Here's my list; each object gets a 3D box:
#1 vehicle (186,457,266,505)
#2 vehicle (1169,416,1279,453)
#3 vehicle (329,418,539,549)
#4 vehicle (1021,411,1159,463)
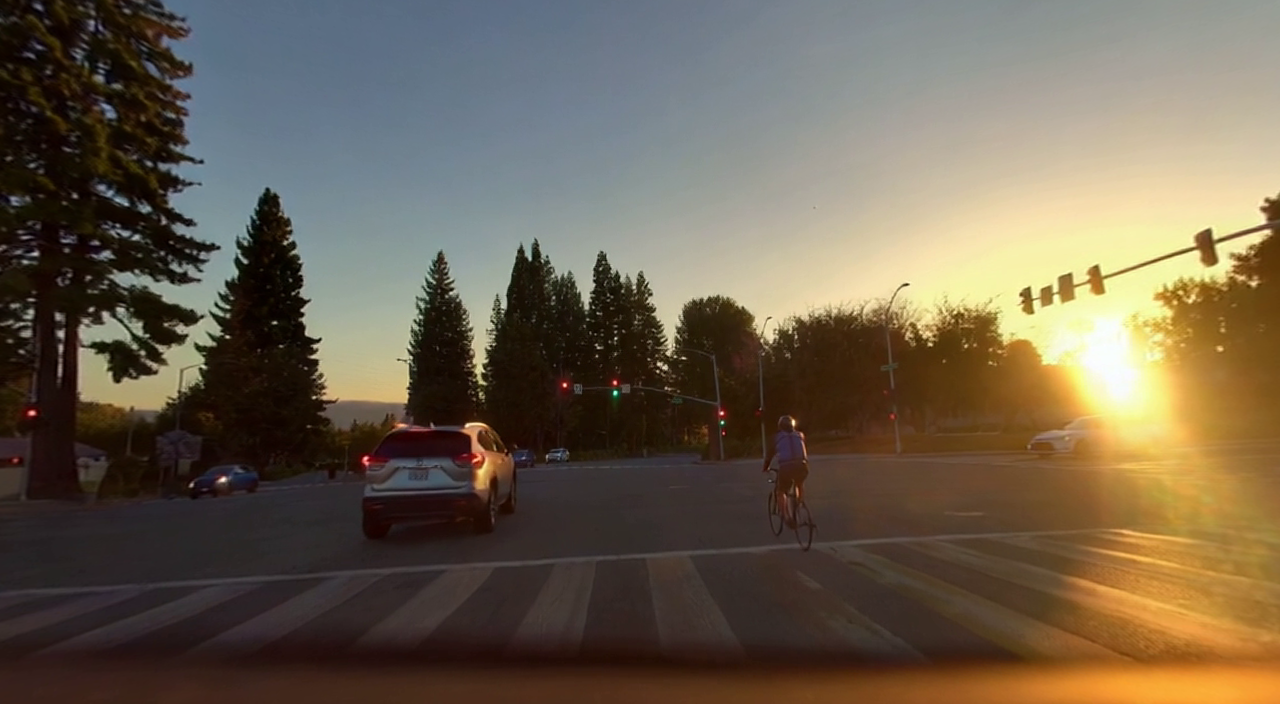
[{"bbox_3d":[-15.381,4.756,23.678,2.171,1.474,4.513,5,-10,-30],"label":"vehicle"},{"bbox_3d":[25.730,3.560,27.046,4.716,1.507,1.904,2,-9,-11],"label":"vehicle"},{"bbox_3d":[-3.156,2.118,10.870,2.049,1.756,4.602,0,-8,0],"label":"vehicle"},{"bbox_3d":[18.544,3.527,26.086,4.237,1.948,1.997,0,-9,-9],"label":"vehicle"}]
